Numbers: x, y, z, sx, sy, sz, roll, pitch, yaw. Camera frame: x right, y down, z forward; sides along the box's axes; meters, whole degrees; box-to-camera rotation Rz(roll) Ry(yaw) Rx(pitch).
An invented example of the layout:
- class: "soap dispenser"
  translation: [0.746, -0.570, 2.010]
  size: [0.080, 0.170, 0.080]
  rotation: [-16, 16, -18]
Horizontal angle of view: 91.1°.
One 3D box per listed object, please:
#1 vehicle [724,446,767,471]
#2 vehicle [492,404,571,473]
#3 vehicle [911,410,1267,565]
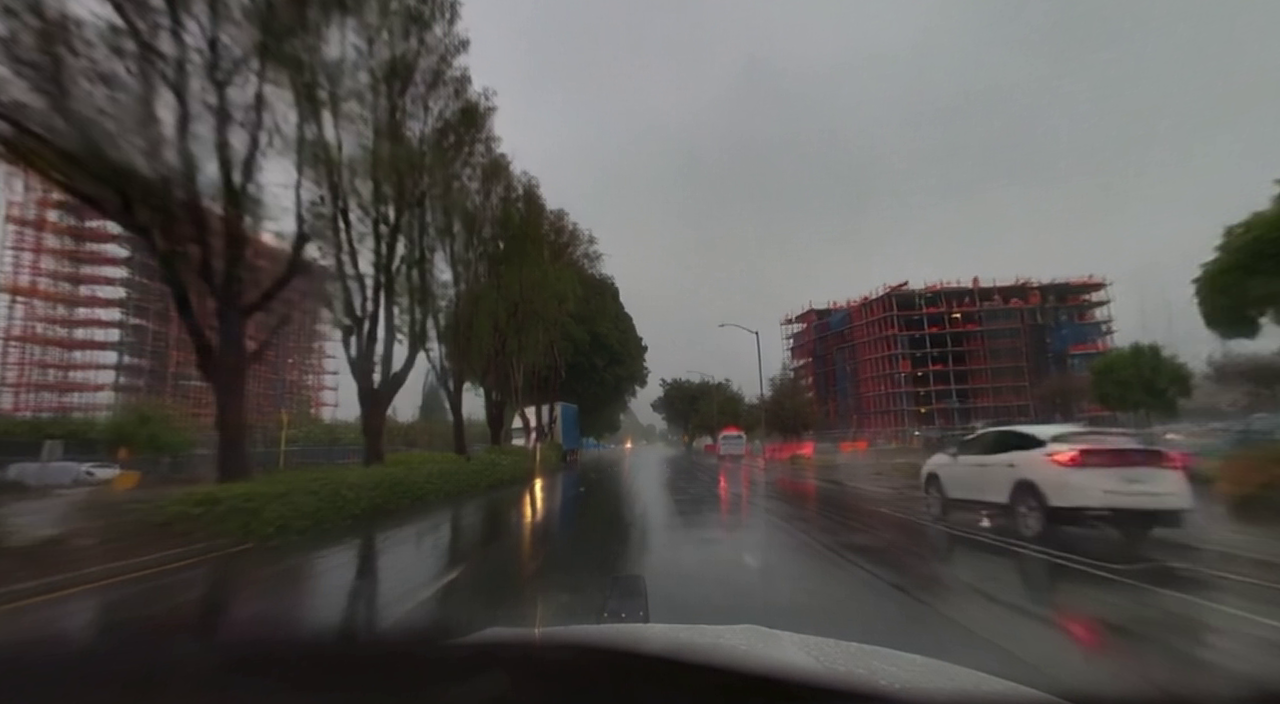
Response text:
- class: "vehicle"
  translation: [6.764, 6.846, 40.668]
  size: [1.933, 1.488, 4.736]
  rotation: [0, -9, 0]
- class: "vehicle"
  translation: [-6.857, 5.803, 41.708]
  size: [3.071, 3.982, 10.729]
  rotation: [-1, -9, 2]
- class: "vehicle"
  translation: [6.610, 2.034, 10.243]
  size: [2.169, 1.880, 4.849]
  rotation: [0, -9, 0]
